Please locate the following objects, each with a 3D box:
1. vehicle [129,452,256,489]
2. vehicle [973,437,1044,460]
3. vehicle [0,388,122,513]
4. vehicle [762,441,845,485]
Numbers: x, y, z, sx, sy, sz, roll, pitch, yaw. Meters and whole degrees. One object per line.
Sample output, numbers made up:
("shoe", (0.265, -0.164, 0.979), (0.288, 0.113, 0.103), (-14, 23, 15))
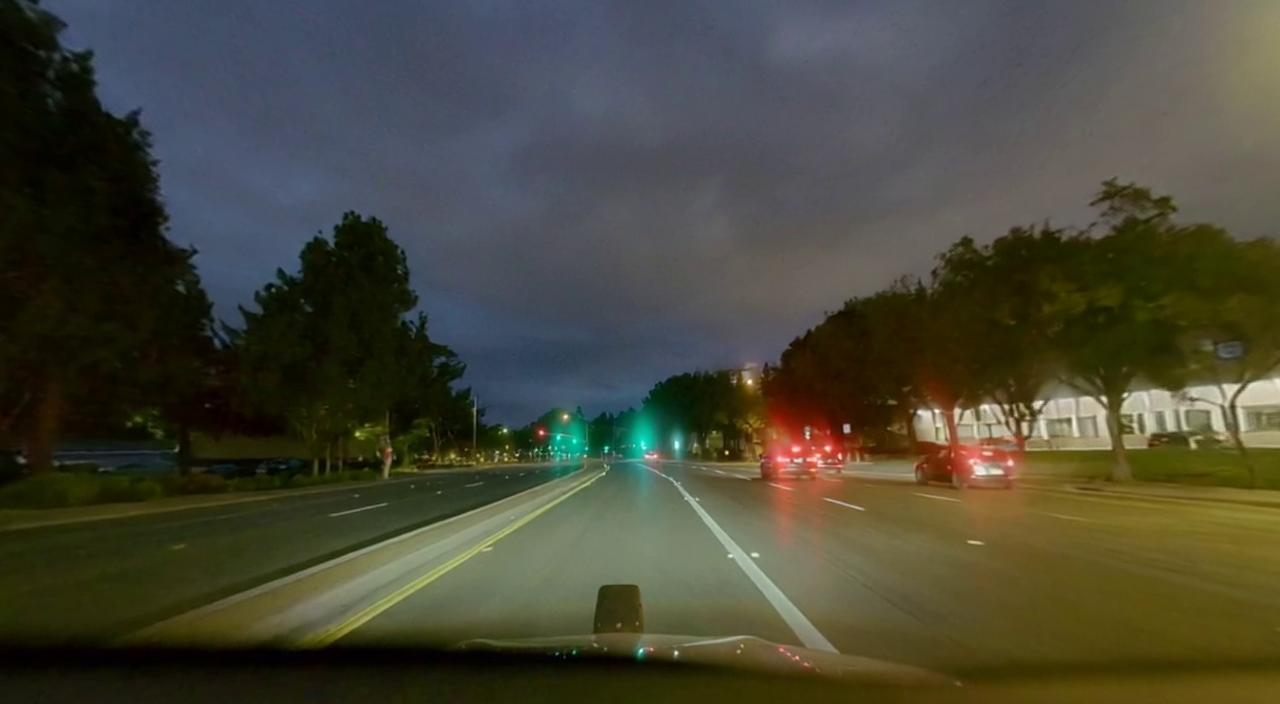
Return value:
("vehicle", (-20.960, 5.559, 29.718), (4.519, 1.614, 1.898), (-1, -9, 2))
("vehicle", (24.222, 6.337, 41.578), (3.603, 1.474, 1.634), (0, -9, -2))
("vehicle", (-21.405, 3.031, 19.390), (8.324, 3.550, 2.670), (0, -9, -2))
("vehicle", (6.549, 4.481, 25.788), (2.181, 1.639, 4.127), (0, -9, -1))
